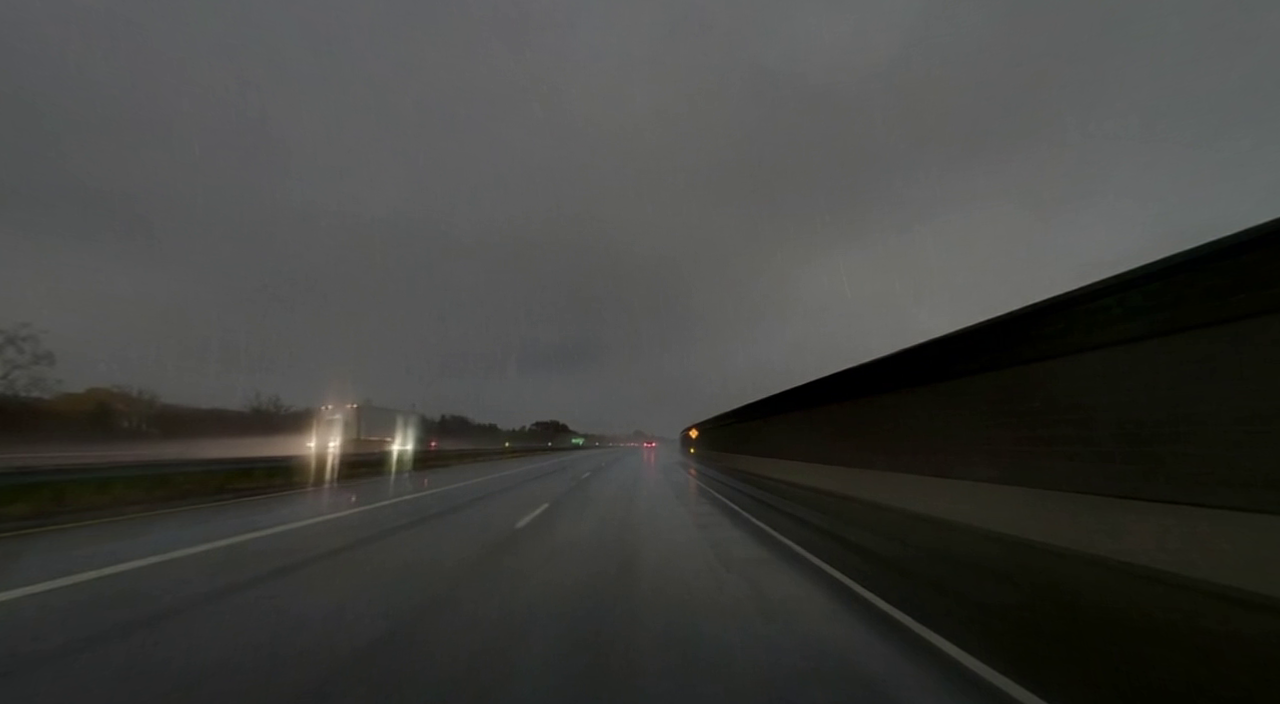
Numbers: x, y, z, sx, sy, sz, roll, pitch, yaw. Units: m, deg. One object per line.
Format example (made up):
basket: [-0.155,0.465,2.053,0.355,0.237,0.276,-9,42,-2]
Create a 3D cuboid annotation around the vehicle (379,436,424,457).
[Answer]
vehicle: [-18.240,7.237,48.198,1.837,1.456,3.836,-1,-8,2]
